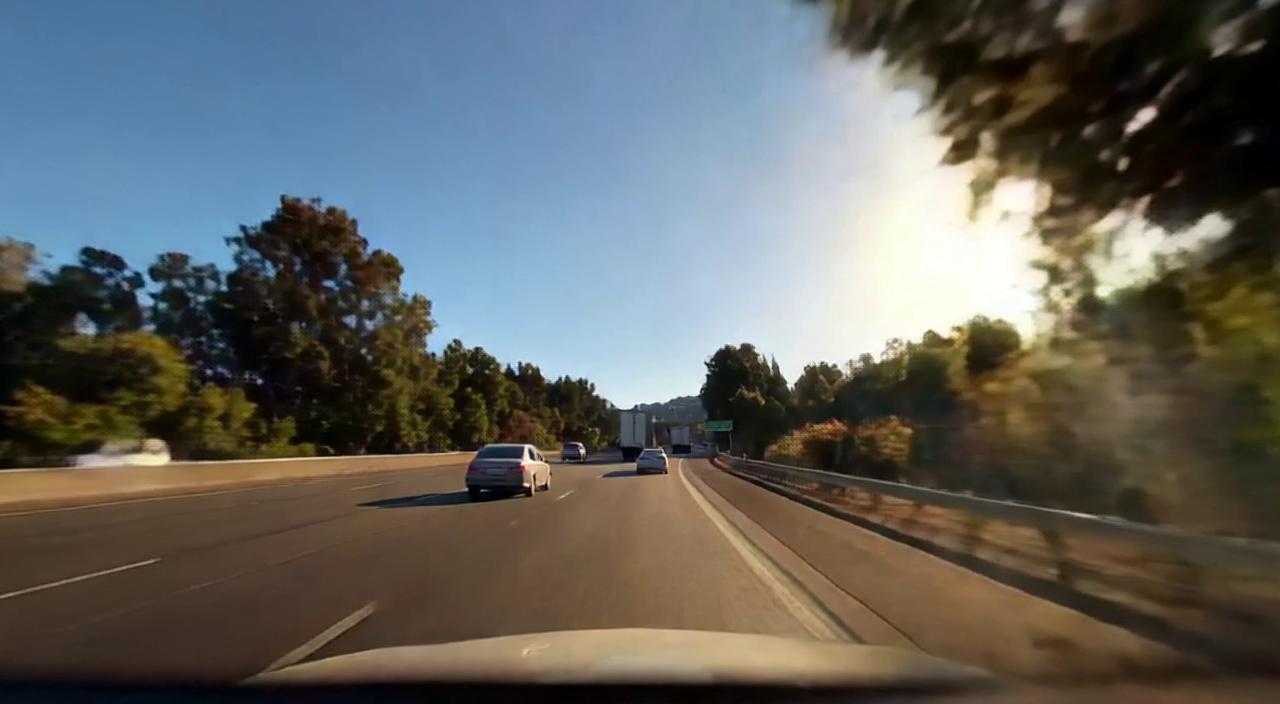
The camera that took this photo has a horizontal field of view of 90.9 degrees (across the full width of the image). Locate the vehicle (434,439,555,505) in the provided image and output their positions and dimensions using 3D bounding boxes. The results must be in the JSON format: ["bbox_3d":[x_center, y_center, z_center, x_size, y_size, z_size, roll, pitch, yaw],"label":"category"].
[{"bbox_3d":[-3.612,3.065,16.631,1.916,1.486,4.631,0,-9,2],"label":"vehicle"}]

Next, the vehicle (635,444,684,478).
[{"bbox_3d":[0.852,4.742,27.599,1.984,1.365,3.767,0,-9,2],"label":"vehicle"}]
